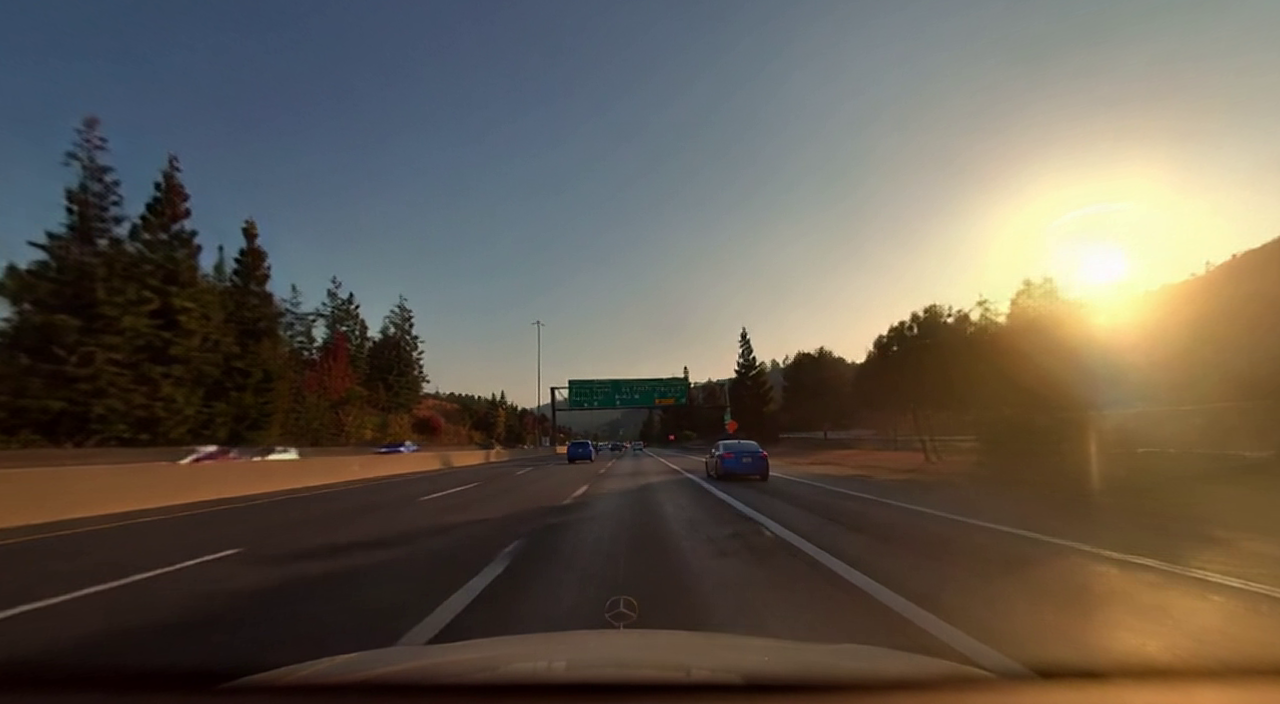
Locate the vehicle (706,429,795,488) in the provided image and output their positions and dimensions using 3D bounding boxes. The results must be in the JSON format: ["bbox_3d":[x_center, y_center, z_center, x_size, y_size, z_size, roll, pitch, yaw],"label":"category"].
[{"bbox_3d":[3.467,3.439,20.663,2.053,1.714,4.097,0,-9,-1],"label":"vehicle"}]

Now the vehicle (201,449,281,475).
[{"bbox_3d":[-25.162,6.954,40.061,2.172,1.535,4.471,0,-9,-1],"label":"vehicle"}]

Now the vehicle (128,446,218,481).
[{"bbox_3d":[-28.773,6.844,39.135,2.029,1.981,4.631,0,-9,-1],"label":"vehicle"}]

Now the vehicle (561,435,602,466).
[{"bbox_3d":[-3.609,6.243,39.973,2.173,1.793,4.564,0,-9,0],"label":"vehicle"}]
